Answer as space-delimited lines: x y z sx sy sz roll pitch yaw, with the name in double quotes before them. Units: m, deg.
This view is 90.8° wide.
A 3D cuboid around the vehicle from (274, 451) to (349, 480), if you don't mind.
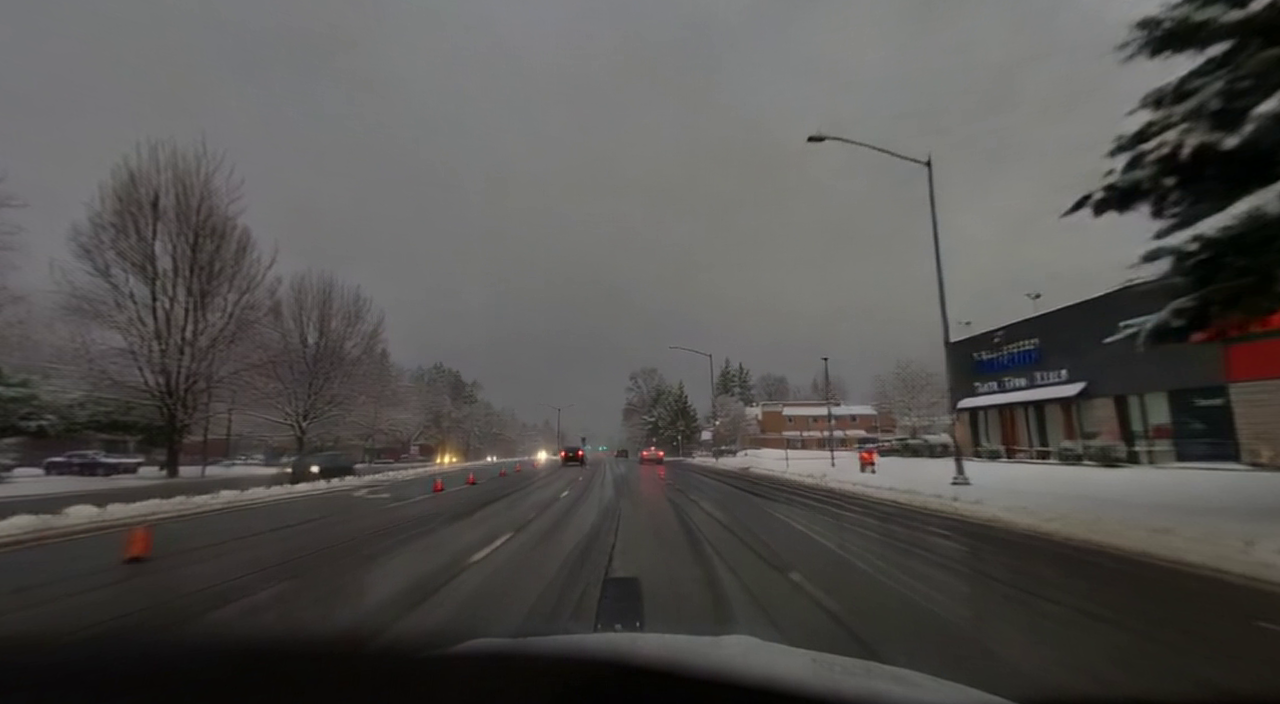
"vehicle" -18.076 6.240 35.001 1.866 1.477 4.445 0 -9 -1
